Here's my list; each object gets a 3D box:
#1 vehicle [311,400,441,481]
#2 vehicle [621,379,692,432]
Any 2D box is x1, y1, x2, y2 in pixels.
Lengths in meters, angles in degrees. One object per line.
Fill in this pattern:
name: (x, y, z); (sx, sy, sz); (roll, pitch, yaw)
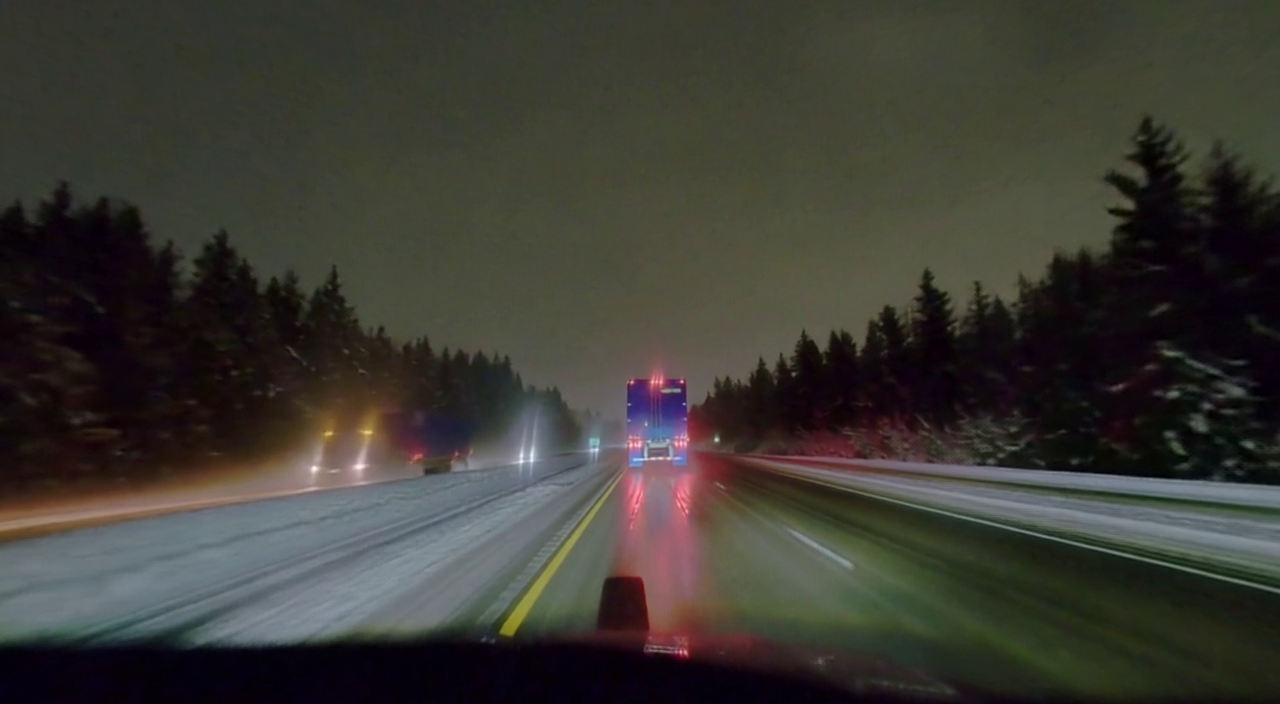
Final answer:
vehicle: (-14.775, 5.112, 36.449); (3.041, 4.004, 10.215); (0, -8, 0)
vehicle: (0.529, 2.297, 25.800); (2.509, 1.890, 4.732); (0, -8, -3)
